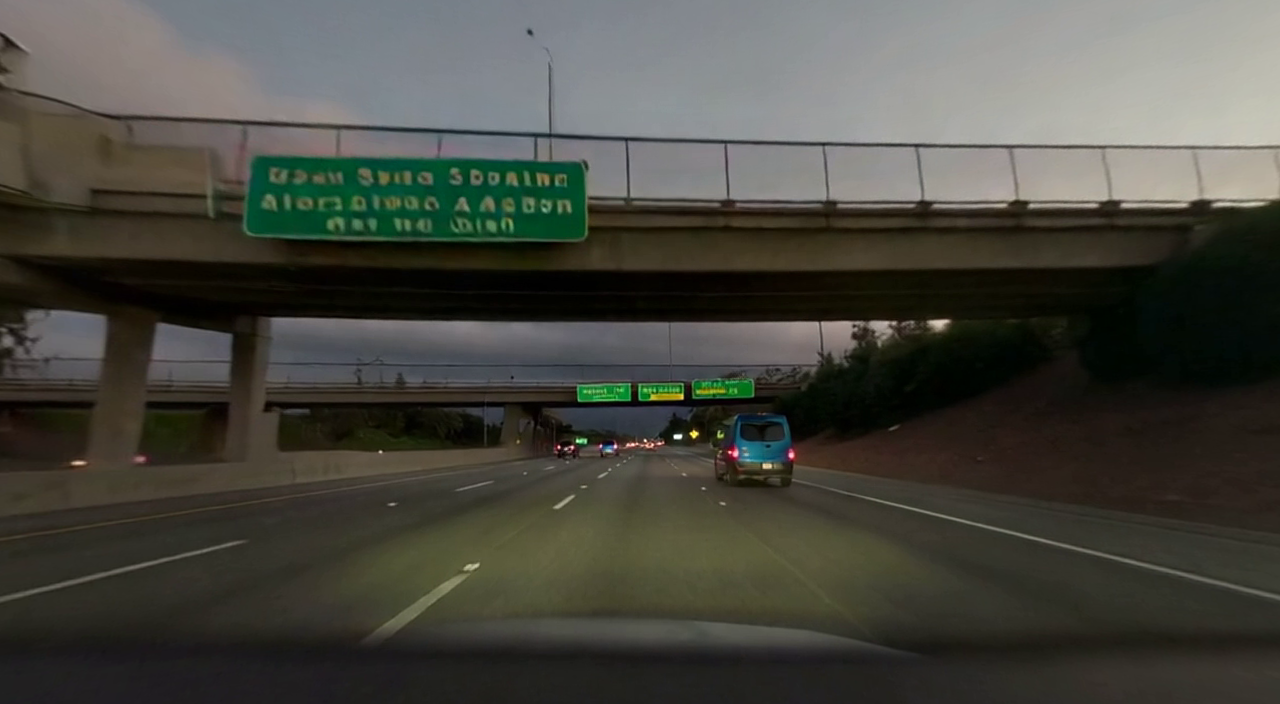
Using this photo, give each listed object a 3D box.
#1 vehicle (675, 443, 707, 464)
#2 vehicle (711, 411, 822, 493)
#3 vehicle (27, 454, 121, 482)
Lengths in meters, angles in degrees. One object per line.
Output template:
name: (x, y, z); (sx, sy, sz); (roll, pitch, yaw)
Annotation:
vehicle: (3.698, 7.420, 46.437); (1.883, 1.456, 4.044); (0, -8, -1)
vehicle: (3.791, 3.148, 20.148); (2.347, 2.234, 5.352); (0, -9, -1)
vehicle: (-38.583, 7.879, 43.151); (1.946, 1.686, 4.798); (0, -8, 0)
